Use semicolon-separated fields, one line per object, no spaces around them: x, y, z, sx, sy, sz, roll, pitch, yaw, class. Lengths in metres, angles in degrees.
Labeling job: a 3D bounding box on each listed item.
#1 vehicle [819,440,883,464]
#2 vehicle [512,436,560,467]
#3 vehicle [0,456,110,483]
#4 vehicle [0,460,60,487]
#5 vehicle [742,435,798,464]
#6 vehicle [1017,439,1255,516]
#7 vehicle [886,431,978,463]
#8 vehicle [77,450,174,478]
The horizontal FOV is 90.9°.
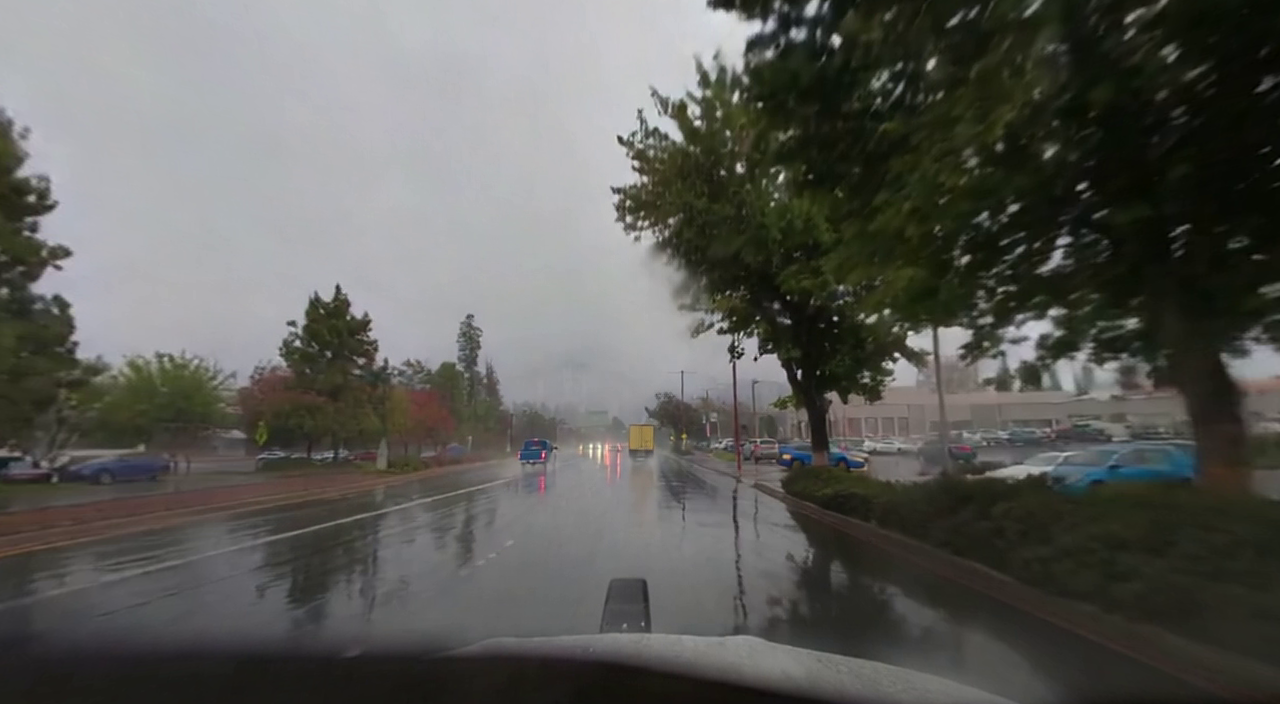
13.672;6.503;41.117;1.944;1.476;4.483;1;-9;-11;vehicle
-6.690;6.466;41.182;2.149;1.893;5.187;0;-8;2;vehicle
-33.558;6.716;36.125;4.607;1.474;1.960;0;-8;1;vehicle
-33.911;6.490;33.743;3.913;1.329;1.824;0;-8;1;vehicle
8.407;6.349;41.190;2.057;1.750;4.679;1;-9;-9;vehicle
13.859;3.504;17.900;4.812;1.825;2.073;-3;-9;2;vehicle
18.762;6.168;40.909;2.211;1.880;5.847;2;-9;-12;vehicle
-34.025;7.377;41.780;4.555;1.761;2.039;0;-8;0;vehicle
